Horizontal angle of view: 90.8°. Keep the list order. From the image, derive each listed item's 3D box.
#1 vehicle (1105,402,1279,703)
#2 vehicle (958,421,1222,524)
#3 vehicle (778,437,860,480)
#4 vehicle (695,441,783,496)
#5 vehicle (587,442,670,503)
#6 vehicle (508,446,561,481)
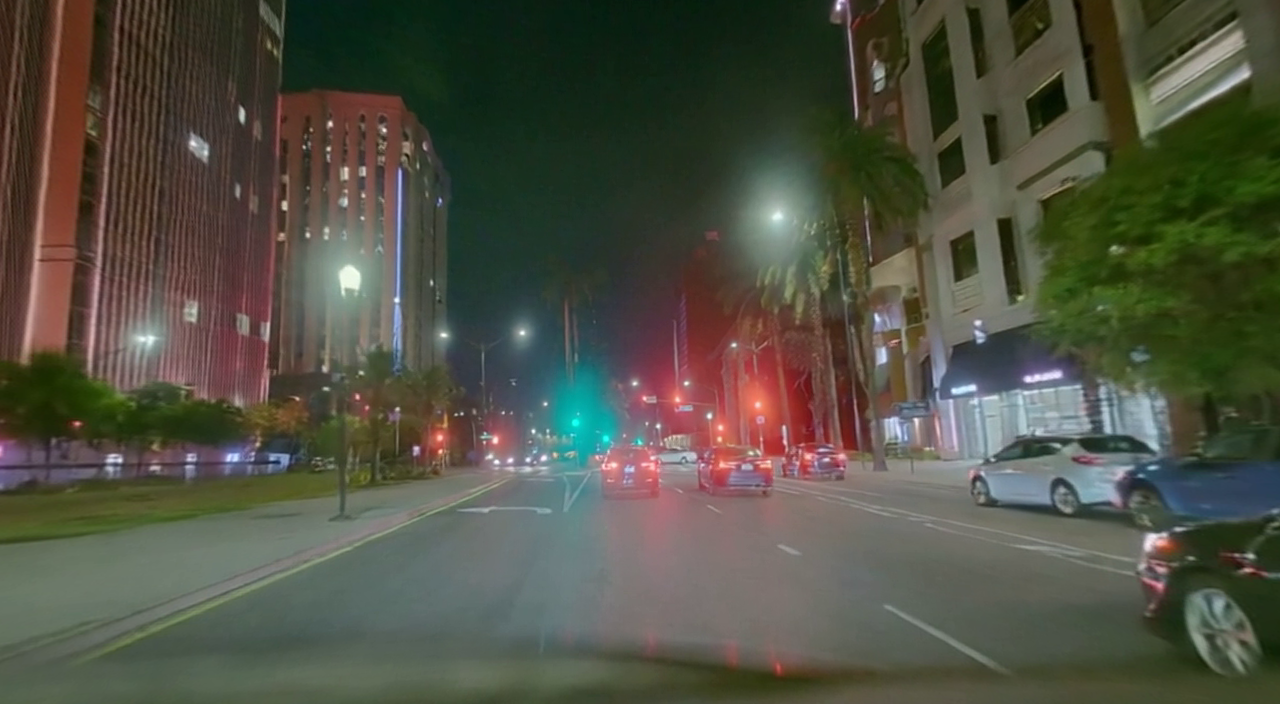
[{"bbox_3d":[4.020,0.808,1.839,1.920,1.490,4.417,0,-9,0],"label":"vehicle"},{"bbox_3d":[8.703,2.354,12.858,1.946,1.715,4.365,0,-9,-3],"label":"vehicle"},{"bbox_3d":[7.530,4.526,27.069,2.000,1.685,4.487,0,-9,-3],"label":"vehicle"},{"bbox_3d":[2.926,3.514,19.435,1.909,1.500,3.524,0,-9,-4],"label":"vehicle"},{"bbox_3d":[-0.351,3.275,17.569,2.048,1.503,3.681,0,-9,-2],"label":"vehicle"},{"bbox_3d":[-4.819,5.158,29.505,1.977,1.501,4.435,0,-9,-3],"label":"vehicle"}]
